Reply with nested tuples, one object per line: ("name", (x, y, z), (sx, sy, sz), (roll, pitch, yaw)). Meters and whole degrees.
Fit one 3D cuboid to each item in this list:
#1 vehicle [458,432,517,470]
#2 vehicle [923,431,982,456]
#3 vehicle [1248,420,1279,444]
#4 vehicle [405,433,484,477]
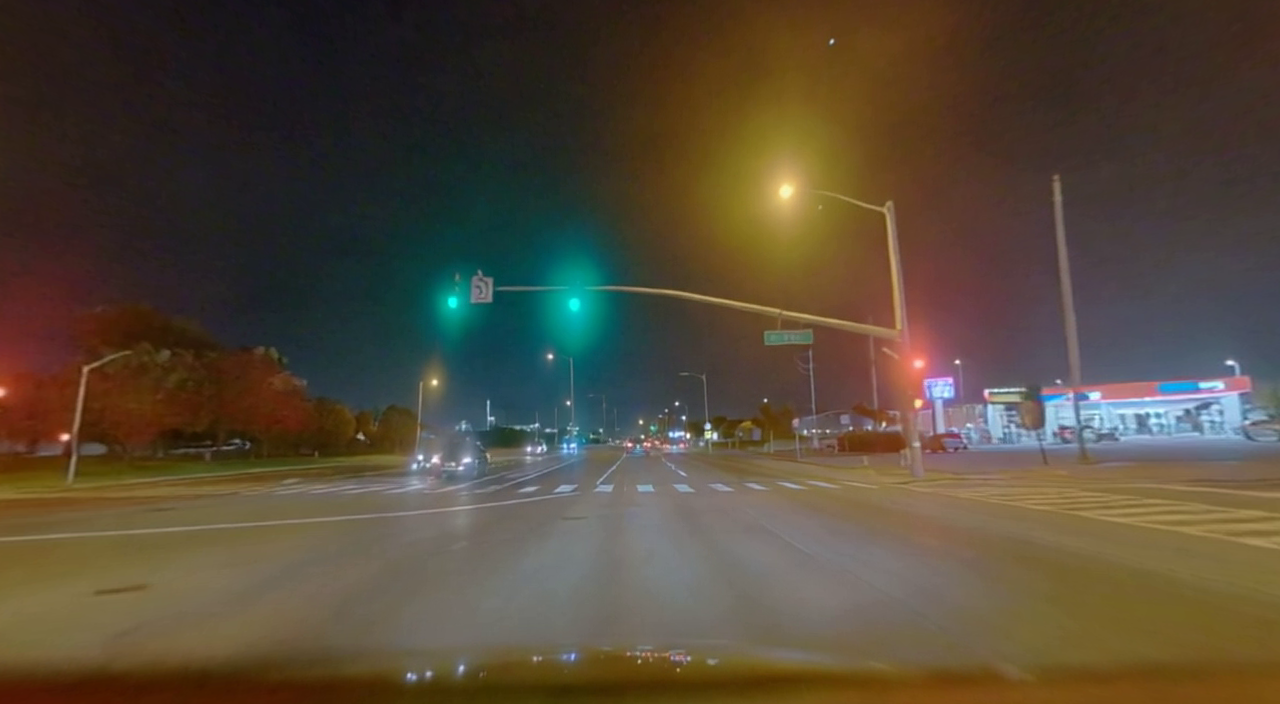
("vehicle", (-8.372, 5.420, 35.036), (2.037, 1.799, 4.928), (-3, -7, 0))
("vehicle", (20.216, 5.907, 40.739), (2.094, 1.488, 4.433), (-8, -11, 43))
("vehicle", (41.560, 5.276, 41.455), (4.126, 1.490, 1.892), (7, -11, -41))
("vehicle", (-8.513, 4.499, 28.044), (1.946, 1.710, 5.043), (-1, -7, 0))
